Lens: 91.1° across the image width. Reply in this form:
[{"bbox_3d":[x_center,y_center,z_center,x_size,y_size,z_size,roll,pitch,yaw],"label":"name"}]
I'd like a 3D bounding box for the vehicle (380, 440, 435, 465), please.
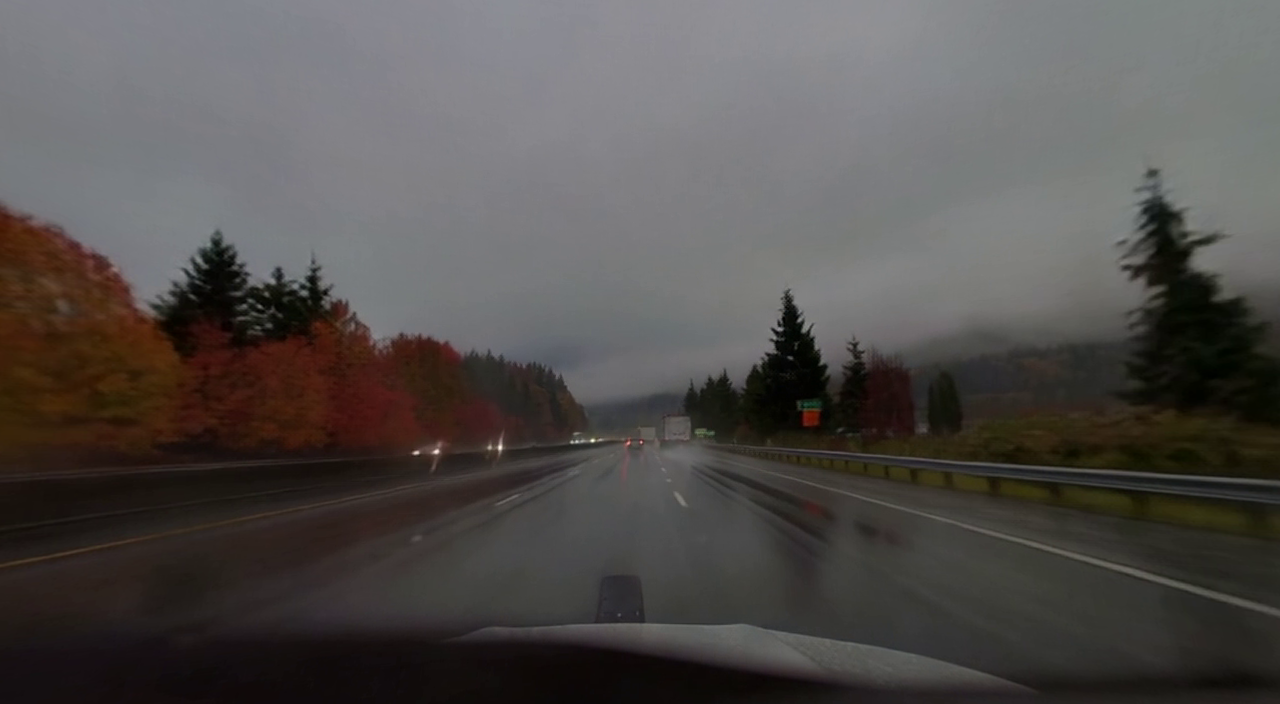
[{"bbox_3d":[-17.391,7.490,47.221,2.027,1.755,4.979,-1,-8,2],"label":"vehicle"}]
